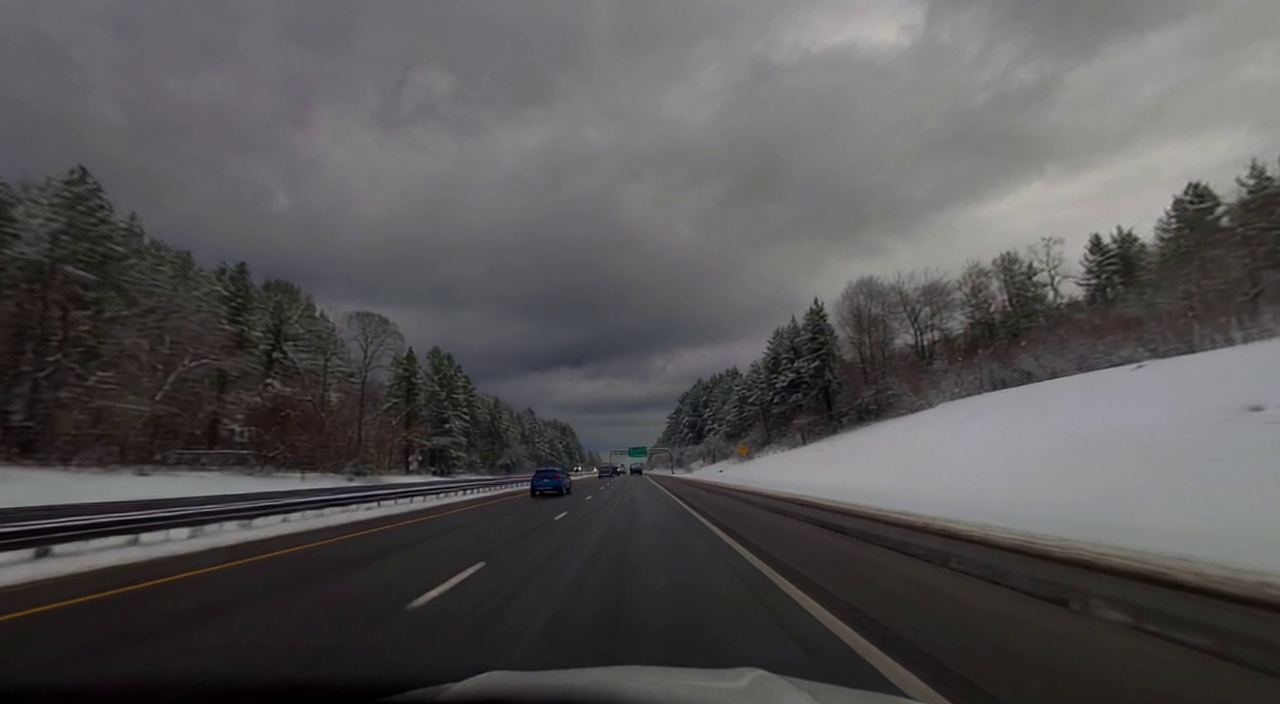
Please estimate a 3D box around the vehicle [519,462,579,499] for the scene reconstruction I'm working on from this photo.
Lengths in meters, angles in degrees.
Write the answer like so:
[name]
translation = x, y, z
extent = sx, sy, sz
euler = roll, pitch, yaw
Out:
[vehicle]
translation = -4.144, 5.959, 29.380
extent = 2.040, 1.525, 4.603
euler = 1, -11, 1
